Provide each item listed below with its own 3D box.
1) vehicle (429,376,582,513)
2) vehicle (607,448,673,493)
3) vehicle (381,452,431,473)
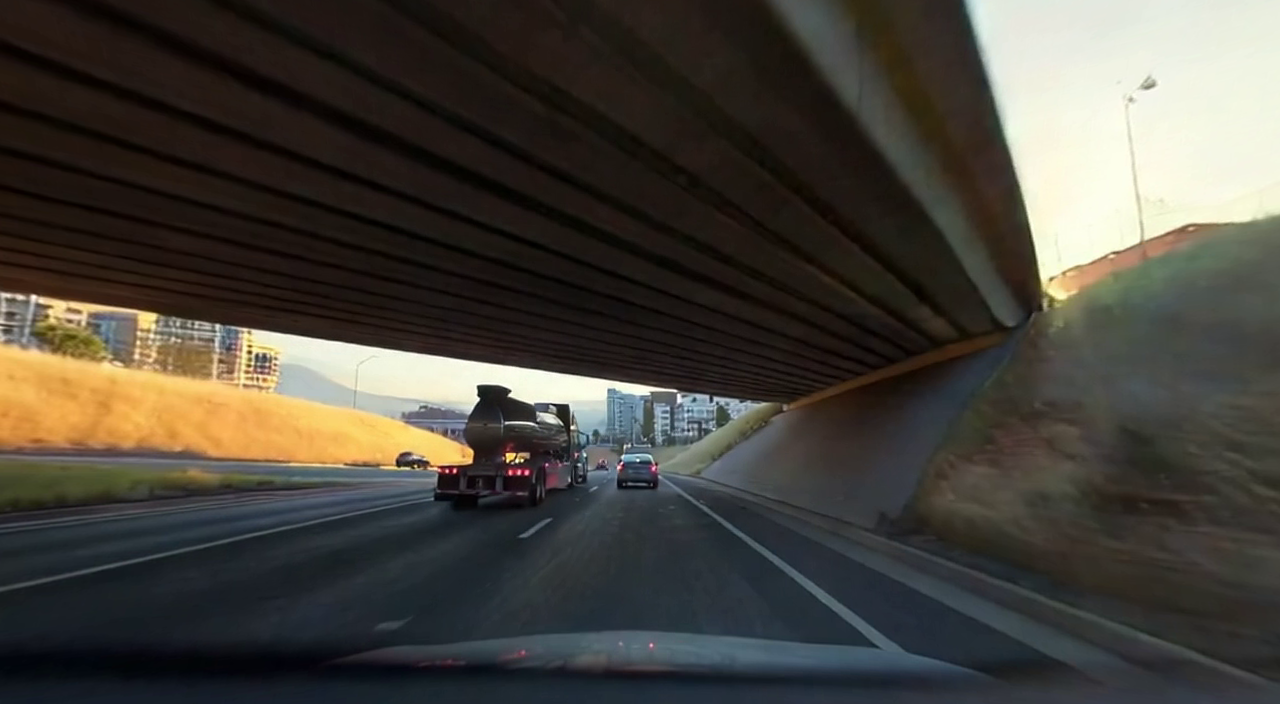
[{"bbox_3d":[-4.174,3.514,23.931,2.896,3.563,14.643,0,-9,-1],"label":"vehicle"},{"bbox_3d":[-0.058,4.322,23.416,2.215,1.481,4.246,0,-9,-1],"label":"vehicle"},{"bbox_3d":[-18.069,8.554,48.996,1.929,1.523,4.108,-1,-9,5],"label":"vehicle"}]
